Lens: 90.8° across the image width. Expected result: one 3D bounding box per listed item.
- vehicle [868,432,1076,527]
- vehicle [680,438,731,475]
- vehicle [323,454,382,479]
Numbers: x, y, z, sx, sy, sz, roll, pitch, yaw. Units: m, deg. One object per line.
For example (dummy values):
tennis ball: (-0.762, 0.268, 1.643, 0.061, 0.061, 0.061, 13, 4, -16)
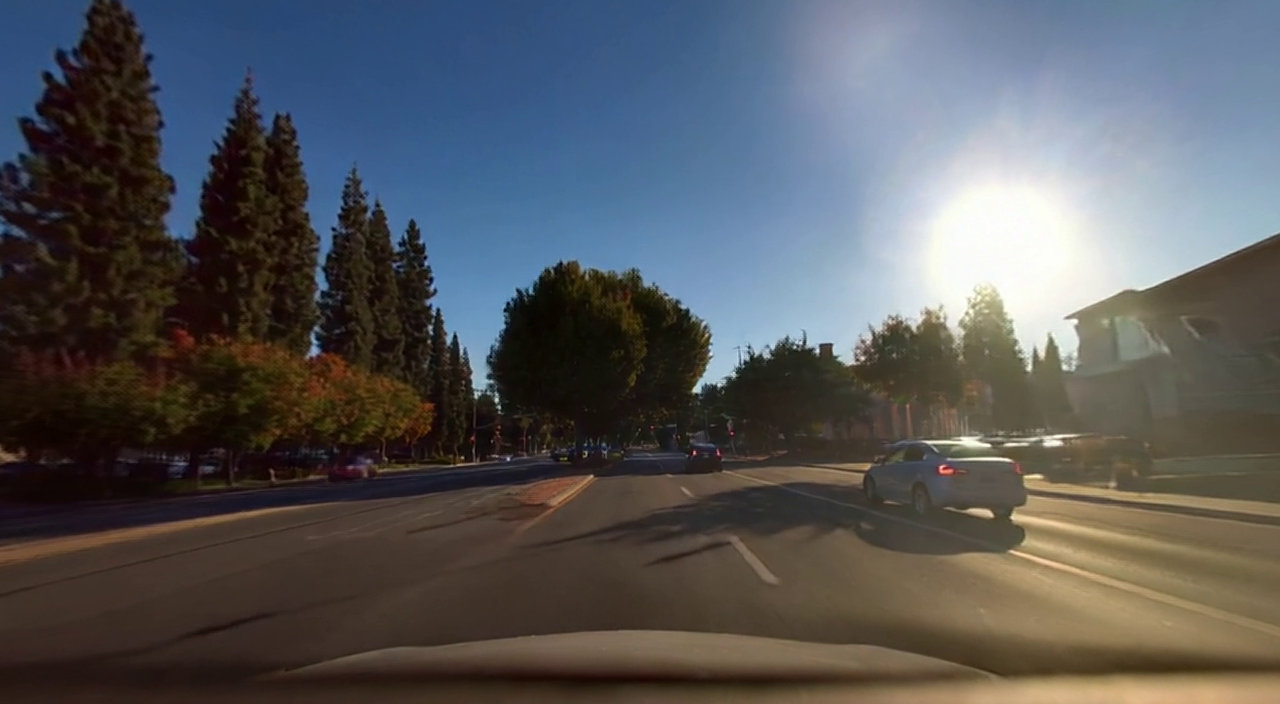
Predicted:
vehicle: (6.553, 2.546, 13.162, 2.000, 1.618, 4.238, 0, -9, 0)
vehicle: (3.329, 5.470, 33.196, 2.095, 1.759, 4.862, 0, -9, -1)
vehicle: (-20.612, 8.230, 45.584, 1.950, 1.604, 4.756, 0, -9, 1)
